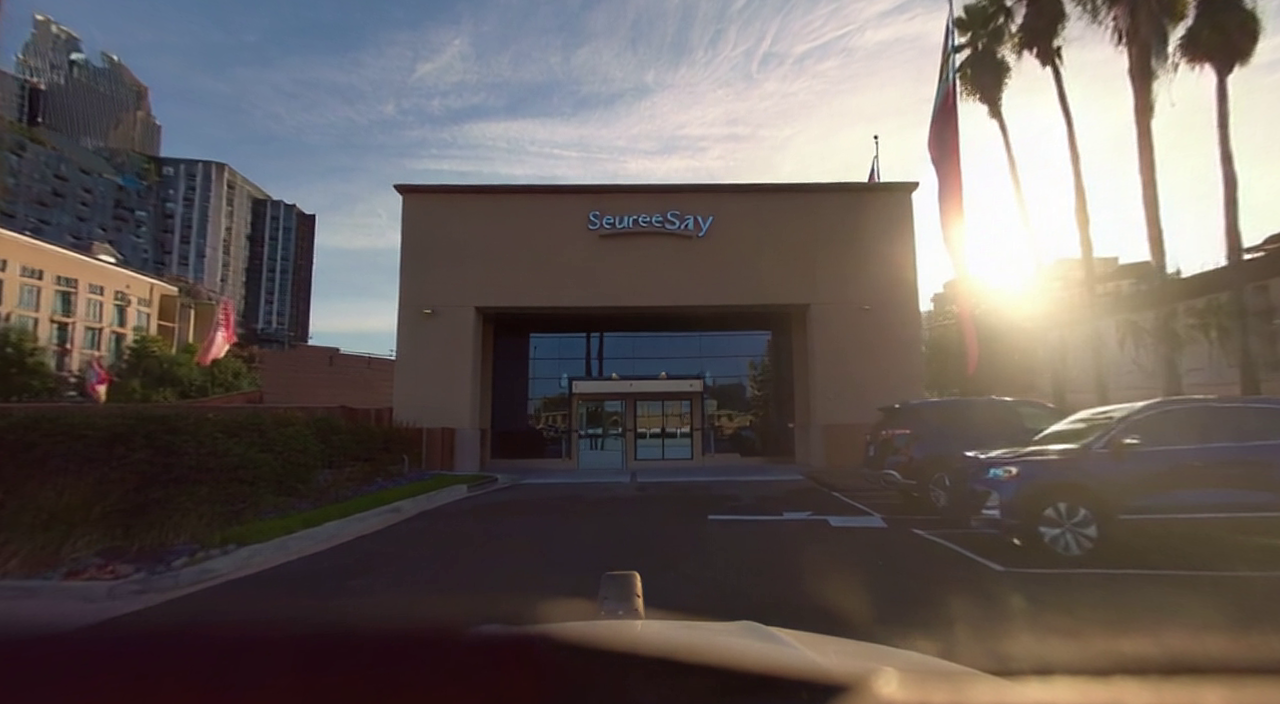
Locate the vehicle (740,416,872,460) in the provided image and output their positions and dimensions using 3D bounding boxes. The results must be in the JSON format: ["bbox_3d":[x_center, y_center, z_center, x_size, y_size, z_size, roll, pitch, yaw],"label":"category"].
[{"bbox_3d":[6.987,3.701,27.132,5.254,1.793,1.998,-1,-8,8],"label":"vehicle"}]

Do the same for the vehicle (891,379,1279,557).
[{"bbox_3d":[5.571,1.268,7.181,4.567,1.723,1.926,0,-8,4],"label":"vehicle"}]

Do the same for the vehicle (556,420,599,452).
[{"bbox_3d":[-4.045,5.519,41.619,1.943,1.890,4.472,2,-6,6],"label":"vehicle"}]
